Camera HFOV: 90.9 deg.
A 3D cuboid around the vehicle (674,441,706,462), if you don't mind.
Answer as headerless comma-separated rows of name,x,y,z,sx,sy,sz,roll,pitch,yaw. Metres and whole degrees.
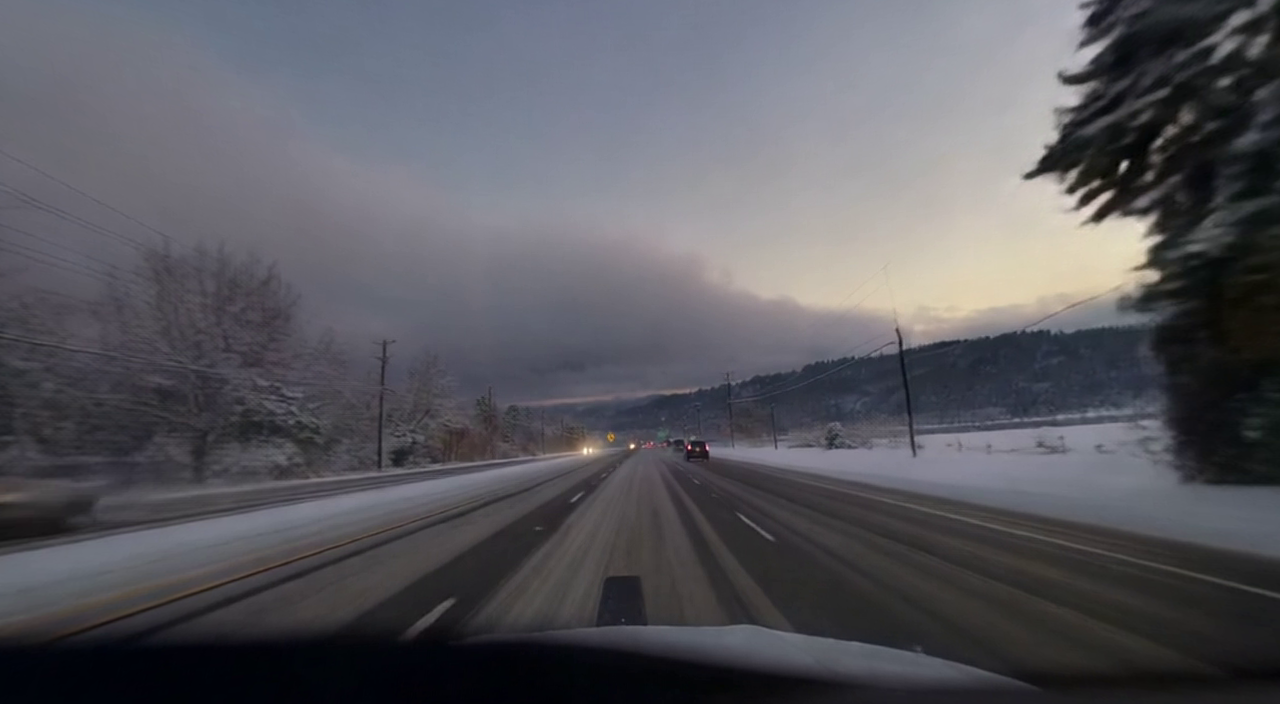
vehicle,3.863,7.834,49.660,2.148,1.538,4.430,0,-8,0
